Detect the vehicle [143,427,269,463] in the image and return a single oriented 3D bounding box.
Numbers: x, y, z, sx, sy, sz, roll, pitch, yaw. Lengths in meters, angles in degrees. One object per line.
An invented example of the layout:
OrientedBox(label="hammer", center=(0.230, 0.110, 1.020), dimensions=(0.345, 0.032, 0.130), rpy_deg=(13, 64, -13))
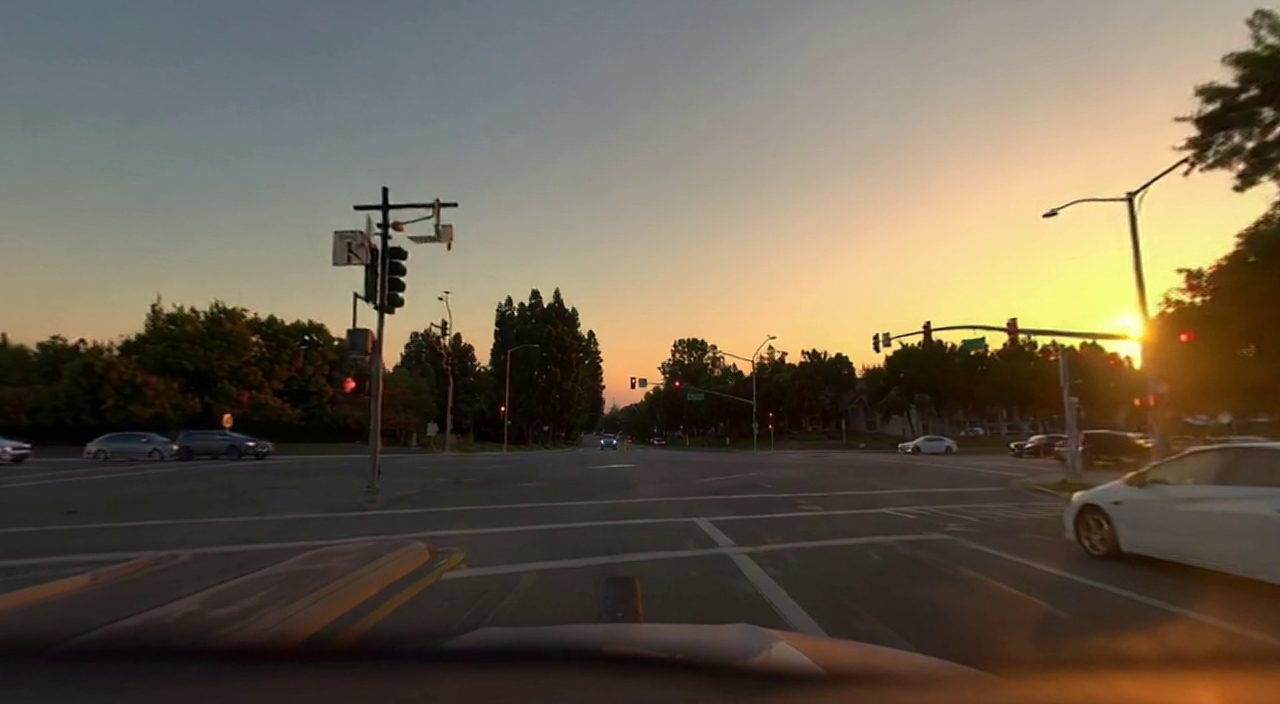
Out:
OrientedBox(label="vehicle", center=(-19.911, 4.290, 29.204), dimensions=(4.331, 1.544, 1.896), rpy_deg=(2, -9, -17))

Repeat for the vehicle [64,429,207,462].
OrientedBox(label="vehicle", center=(-24.173, 4.508, 30.469), dimensions=(4.912, 1.485, 1.922), rpy_deg=(2, -9, -15))

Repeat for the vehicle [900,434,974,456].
OrientedBox(label="vehicle", center=(21.029, 6.599, 44.697), dimensions=(4.516, 1.468, 1.962), rpy_deg=(3, -9, -18))

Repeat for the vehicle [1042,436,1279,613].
OrientedBox(label="vehicle", center=(6.085, 1.523, 5.946), dimensions=(1.815, 1.417, 4.125), rpy_deg=(0, -9, -1))
